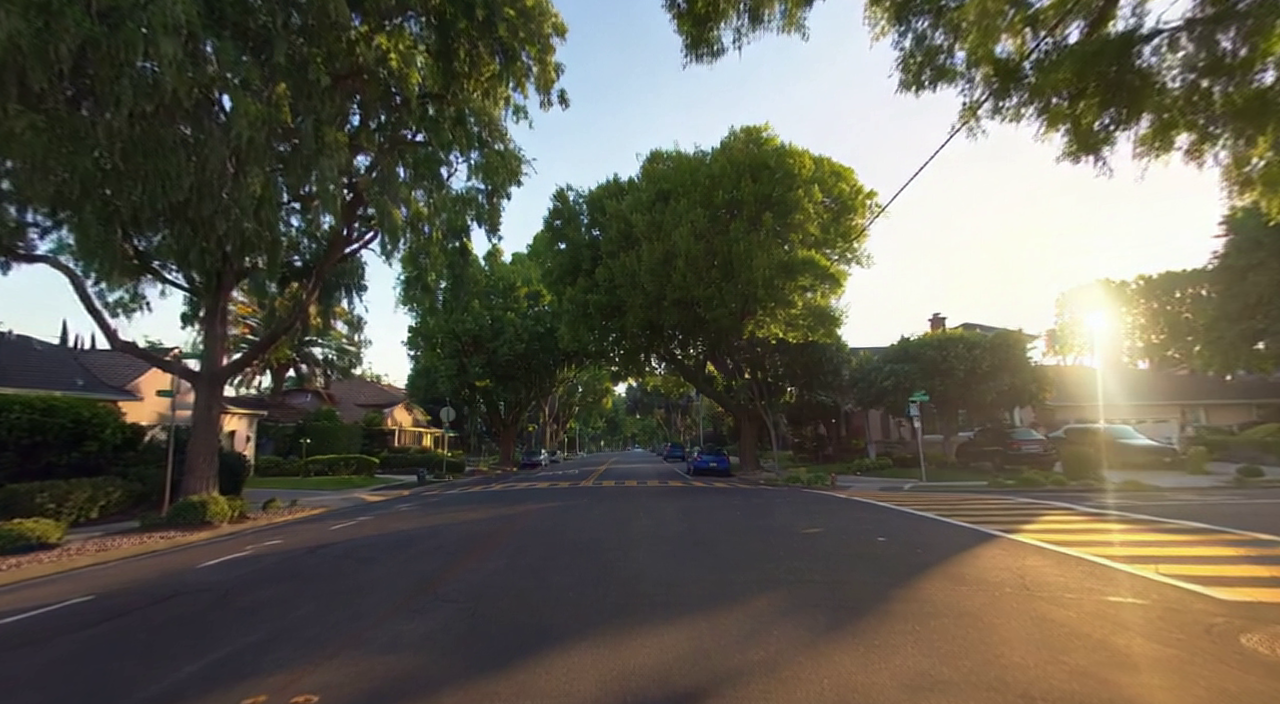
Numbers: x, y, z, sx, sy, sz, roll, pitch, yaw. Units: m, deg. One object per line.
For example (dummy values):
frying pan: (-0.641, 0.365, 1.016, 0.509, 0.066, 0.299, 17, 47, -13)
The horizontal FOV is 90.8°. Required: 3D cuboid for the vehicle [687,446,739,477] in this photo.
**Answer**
vehicle: (3.616, 5.513, 32.125, 1.961, 1.472, 4.434, 0, -9, -2)
